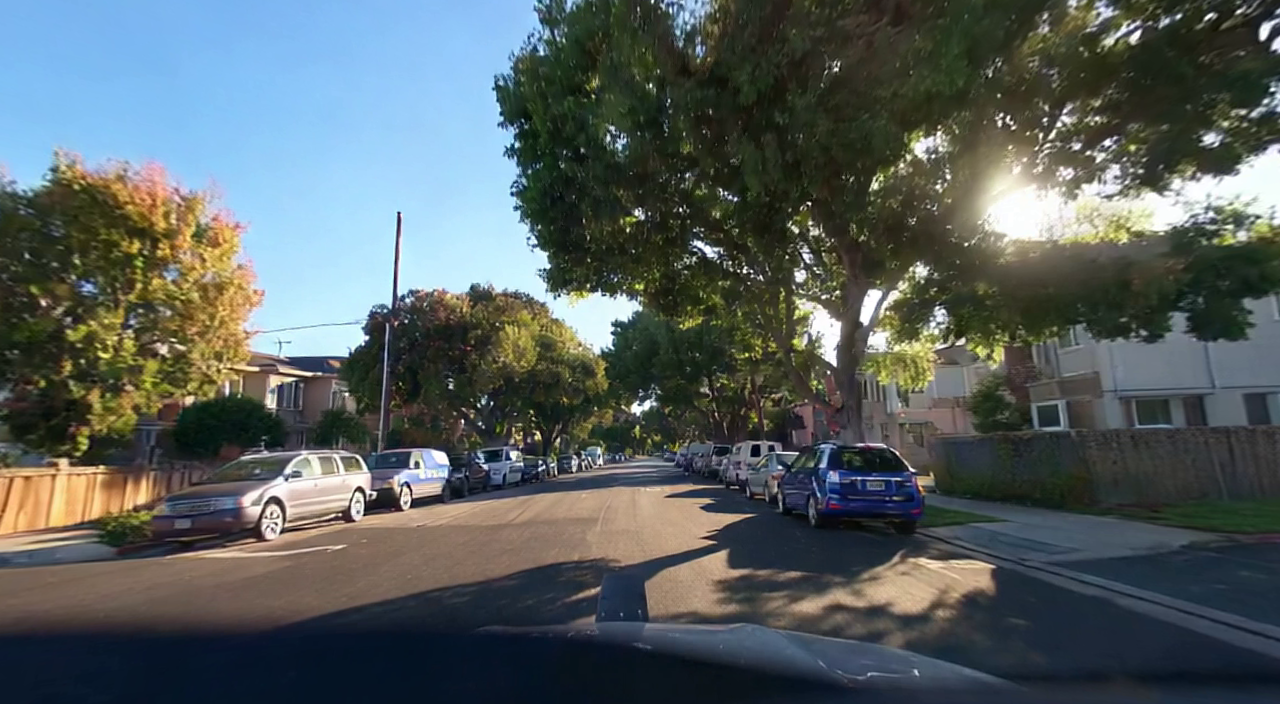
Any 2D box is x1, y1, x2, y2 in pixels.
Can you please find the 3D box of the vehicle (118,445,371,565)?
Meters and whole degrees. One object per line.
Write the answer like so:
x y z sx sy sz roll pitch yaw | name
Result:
-7.179 2.729 12.210 1.898 1.715 4.537 -3 -8 2 | vehicle

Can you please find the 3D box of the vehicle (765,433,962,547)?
3.951 2.510 12.315 1.903 1.714 5.092 0 -9 -1 | vehicle
